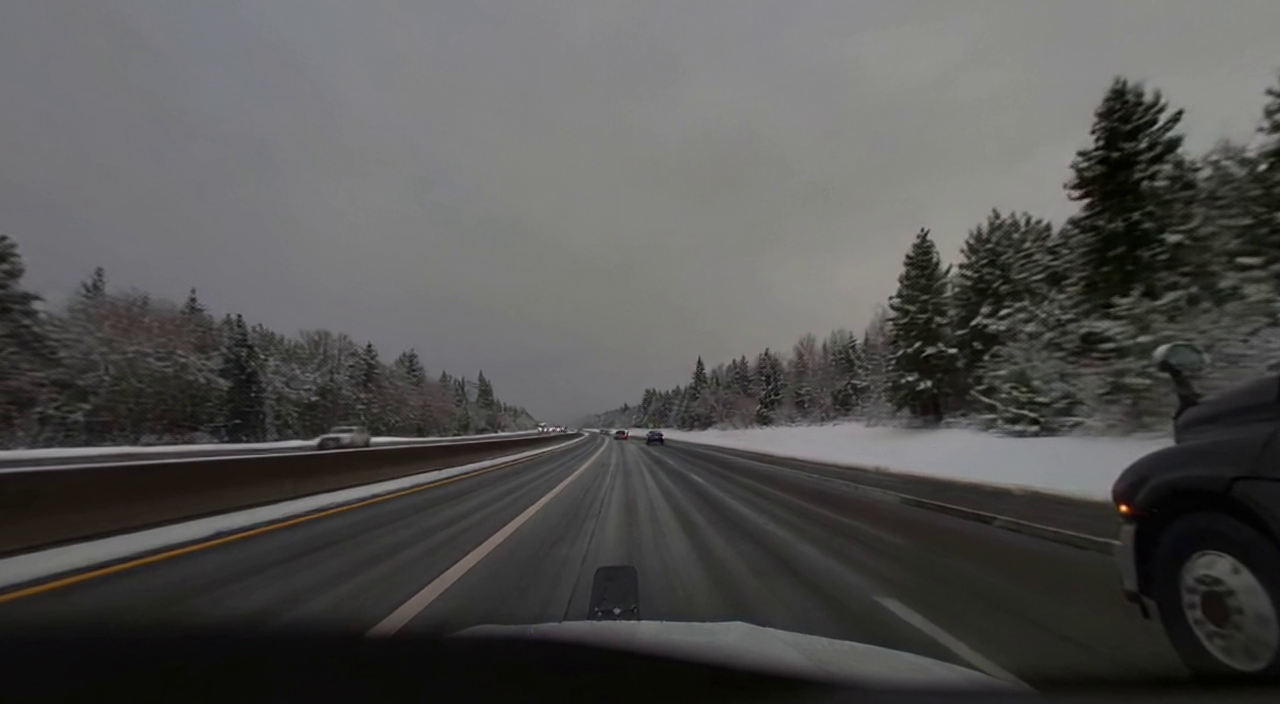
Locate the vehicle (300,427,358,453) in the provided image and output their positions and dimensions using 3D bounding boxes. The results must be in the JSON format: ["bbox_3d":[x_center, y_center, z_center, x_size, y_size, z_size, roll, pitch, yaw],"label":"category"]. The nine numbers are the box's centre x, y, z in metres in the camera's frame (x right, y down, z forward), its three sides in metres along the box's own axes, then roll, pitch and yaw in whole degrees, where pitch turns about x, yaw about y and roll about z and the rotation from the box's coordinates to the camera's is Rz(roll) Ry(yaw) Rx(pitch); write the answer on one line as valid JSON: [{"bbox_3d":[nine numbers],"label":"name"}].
[{"bbox_3d":[-20.046,5.686,40.817,1.893,1.548,4.202,1,-8,-4],"label":"vehicle"}]
